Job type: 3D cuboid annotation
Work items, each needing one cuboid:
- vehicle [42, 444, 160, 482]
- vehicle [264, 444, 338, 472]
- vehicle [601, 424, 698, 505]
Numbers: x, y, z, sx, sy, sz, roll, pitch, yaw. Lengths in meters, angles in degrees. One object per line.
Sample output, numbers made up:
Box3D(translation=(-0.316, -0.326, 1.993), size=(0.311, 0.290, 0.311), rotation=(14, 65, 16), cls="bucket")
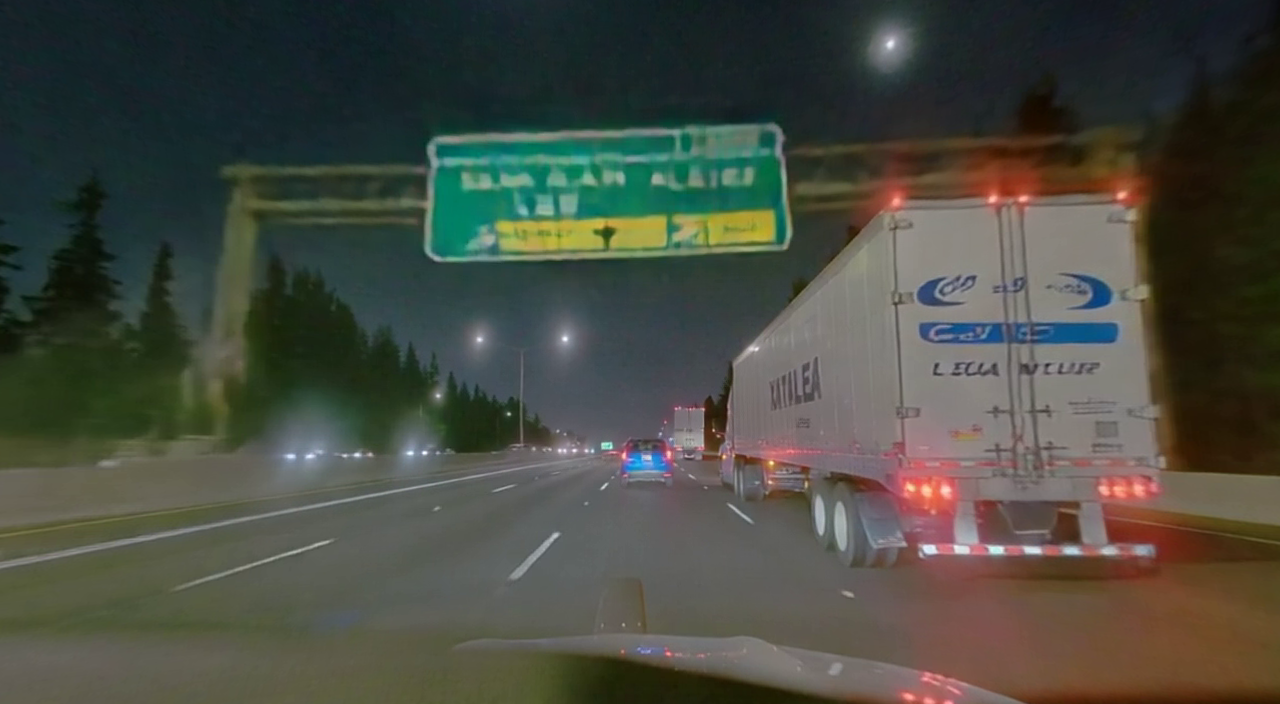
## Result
Box3D(translation=(-28.766, 5.904, 33.745), size=(2.069, 1.884, 4.746), rotation=(0, -8, 0), cls="vehicle")
Box3D(translation=(-22.229, 6.942, 41.398), size=(2.071, 1.723, 4.786), rotation=(-1, -8, 2), cls="vehicle")
Box3D(translation=(0.237, 2.688, 15.415), size=(2.054, 1.706, 4.201), rotation=(0, -8, 1), cls="vehicle")
